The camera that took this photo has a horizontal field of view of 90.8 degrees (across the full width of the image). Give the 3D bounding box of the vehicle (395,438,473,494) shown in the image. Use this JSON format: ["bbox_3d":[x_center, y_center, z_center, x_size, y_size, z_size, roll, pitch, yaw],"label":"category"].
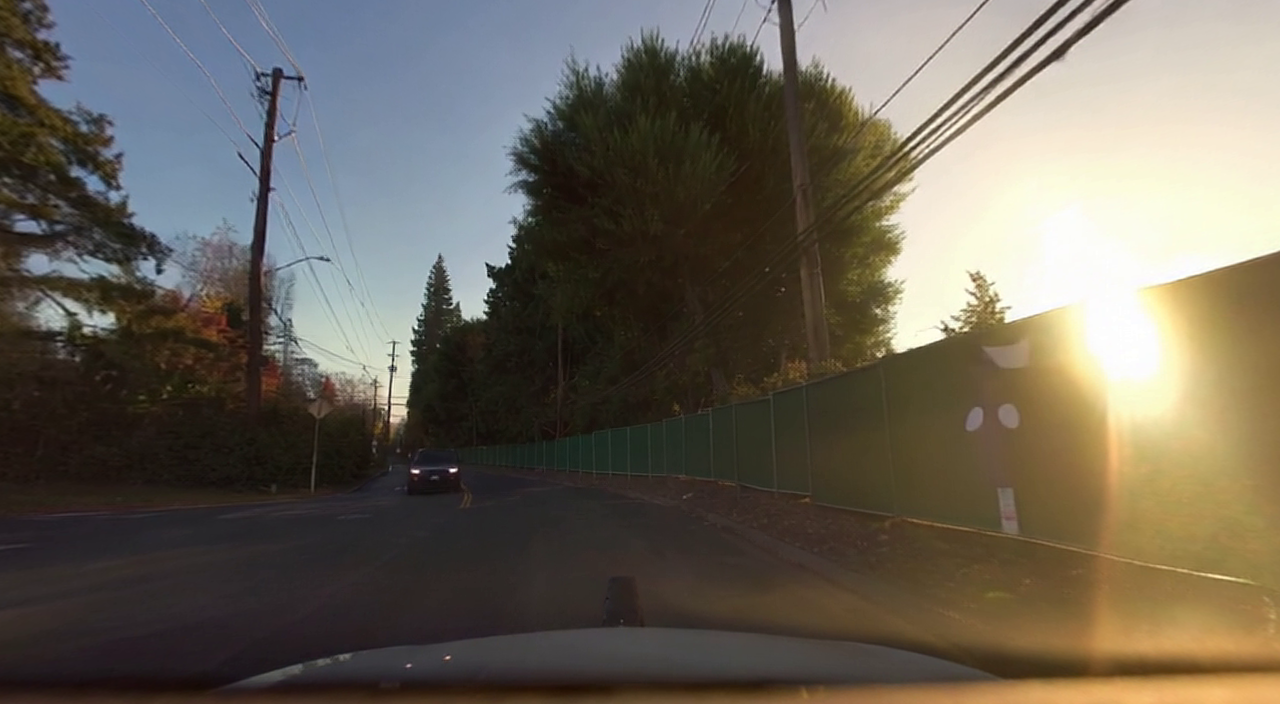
[{"bbox_3d":[-7.671,4.273,24.007,2.185,1.901,4.177,1,-9,-10],"label":"vehicle"}]
